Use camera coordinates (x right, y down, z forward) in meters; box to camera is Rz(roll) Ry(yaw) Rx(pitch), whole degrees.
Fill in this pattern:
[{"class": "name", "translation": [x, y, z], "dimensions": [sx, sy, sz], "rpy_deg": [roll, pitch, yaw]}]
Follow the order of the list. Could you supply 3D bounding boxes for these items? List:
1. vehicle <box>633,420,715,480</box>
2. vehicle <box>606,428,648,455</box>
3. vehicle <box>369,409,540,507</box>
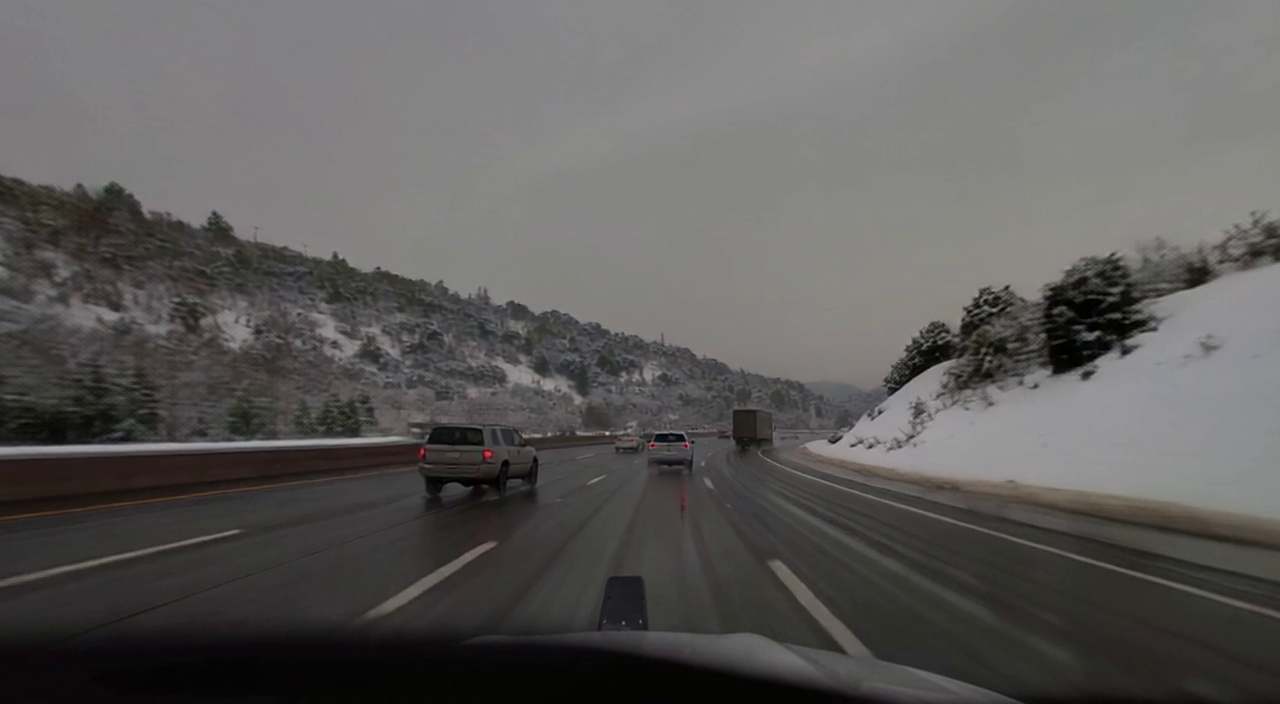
[{"class": "vehicle", "translation": [1.164, 3.321, 21.556], "dimensions": [2.484, 1.820, 4.497], "rpy_deg": [-1, -8, 4]}, {"class": "vehicle", "translation": [-0.815, 6.101, 42.810], "dimensions": [2.194, 1.702, 4.305], "rpy_deg": [-1, -8, 8]}, {"class": "vehicle", "translation": [-3.672, 2.209, 13.499], "dimensions": [2.077, 1.712, 4.406], "rpy_deg": [-1, -8, 4]}]
